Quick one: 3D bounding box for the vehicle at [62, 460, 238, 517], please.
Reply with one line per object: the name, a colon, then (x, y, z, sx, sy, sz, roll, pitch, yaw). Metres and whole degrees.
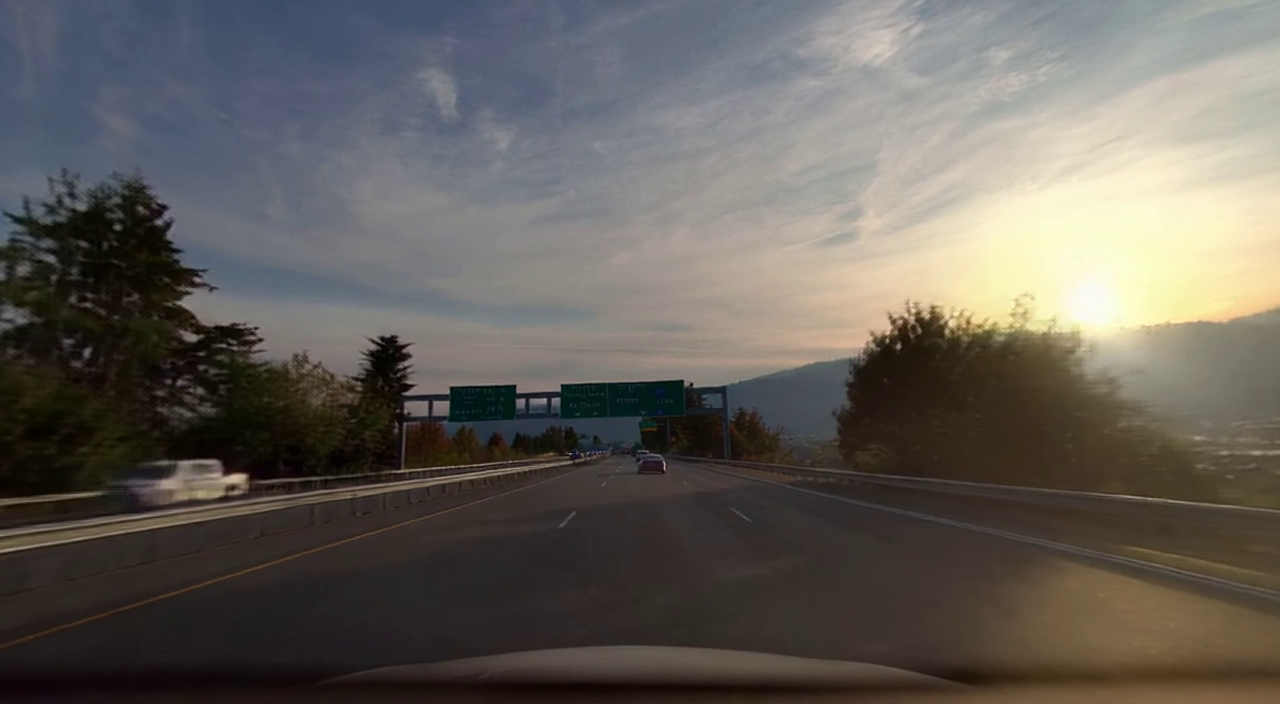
vehicle: (-17.113, 4.763, 22.467, 2.335, 1.694, 4.933, 0, -9, -1)

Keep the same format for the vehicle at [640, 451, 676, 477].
vehicle: (1.028, 6.652, 37.728, 2.036, 1.457, 3.471, 0, -9, -1)
